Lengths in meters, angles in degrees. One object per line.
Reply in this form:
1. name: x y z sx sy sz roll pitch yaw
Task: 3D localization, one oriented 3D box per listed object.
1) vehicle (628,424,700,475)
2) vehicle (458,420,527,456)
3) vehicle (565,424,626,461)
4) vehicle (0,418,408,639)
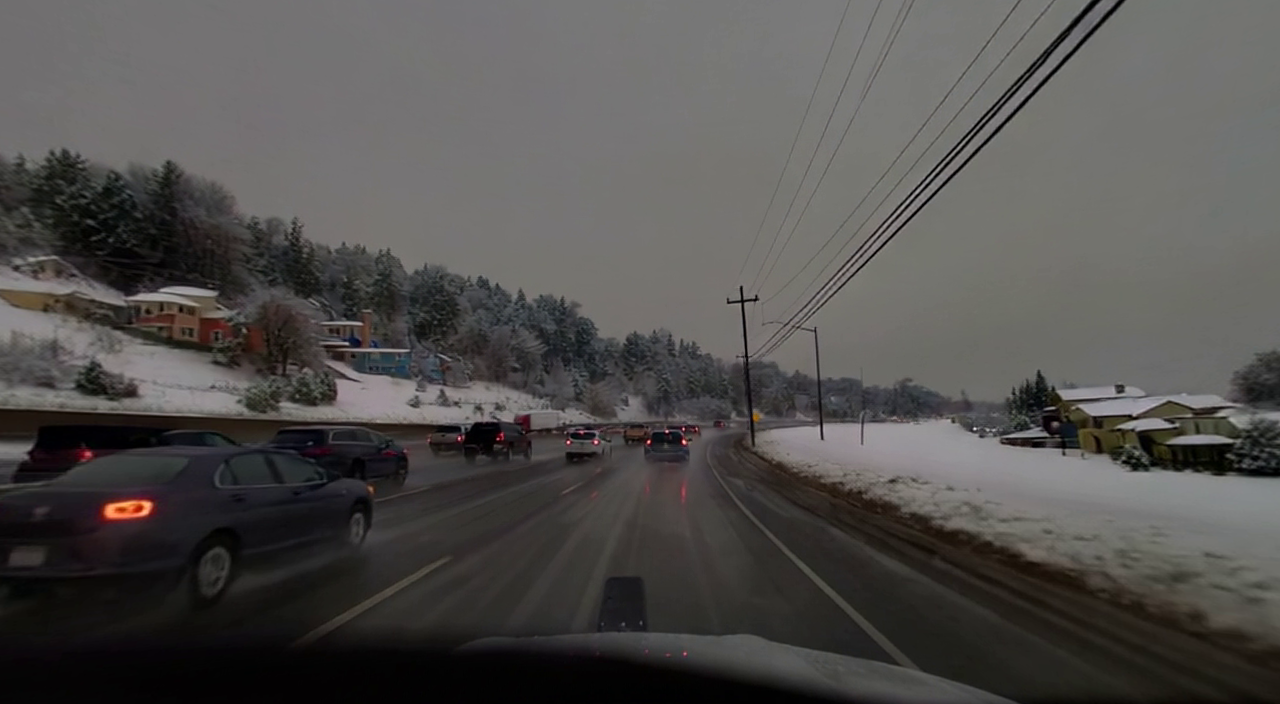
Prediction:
1. vehicle: 0.838 3.164 20.544 2.109 1.495 3.935 -1 -8 4
2. vehicle: -8.175 4.855 35.400 2.080 1.833 4.461 -2 -8 10
3. vehicle: -2.034 4.354 30.308 2.121 1.639 4.383 -1 -8 7
4. vehicle: -4.454 1.552 6.746 1.956 1.478 4.789 -1 -8 2
